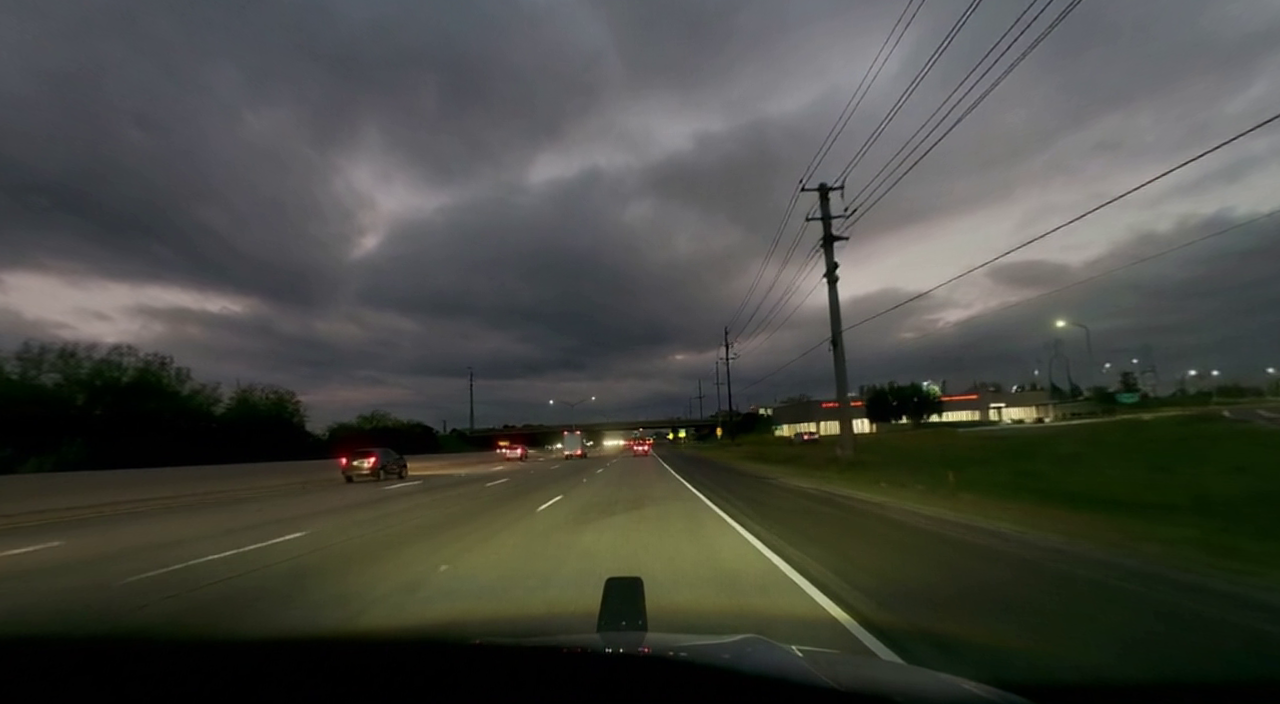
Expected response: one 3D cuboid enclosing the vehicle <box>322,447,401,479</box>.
[{"bbox_3d":[-14.277,5.669,32.585,1.988,1.477,4.442,0,-8,1],"label":"vehicle"}]
